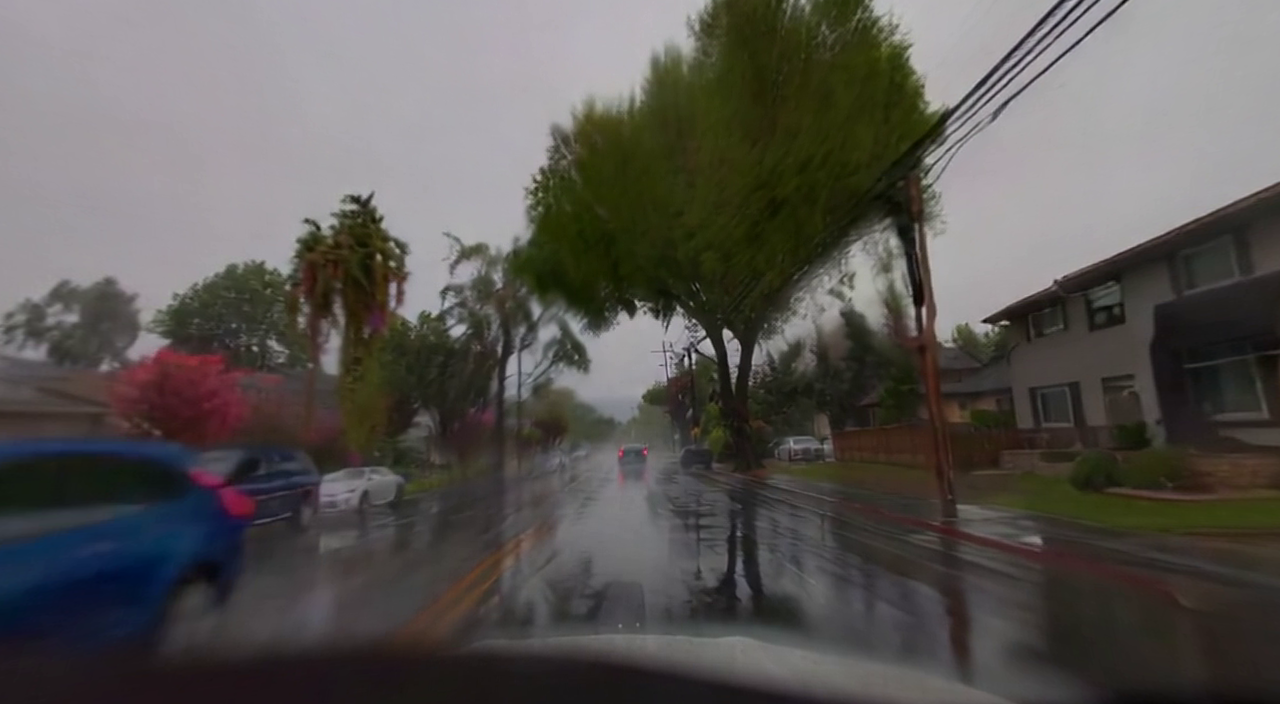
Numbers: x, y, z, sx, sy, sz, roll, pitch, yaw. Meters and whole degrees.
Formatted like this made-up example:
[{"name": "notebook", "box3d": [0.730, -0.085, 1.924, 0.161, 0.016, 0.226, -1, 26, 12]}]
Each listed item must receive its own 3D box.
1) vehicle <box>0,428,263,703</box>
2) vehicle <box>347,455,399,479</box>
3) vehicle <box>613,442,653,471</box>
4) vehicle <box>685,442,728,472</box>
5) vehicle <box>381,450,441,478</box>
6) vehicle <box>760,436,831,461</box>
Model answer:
[{"name": "vehicle", "box3d": [-3.708, 1.047, 2.301, 2.022, 1.534, 4.320, 0, -8, -1]}, {"name": "vehicle", "box3d": [-18.022, 7.757, 42.620, 1.797, 1.414, 3.641, 0, -8, 2]}, {"name": "vehicle", "box3d": [-0.419, 5.838, 35.394, 2.104, 1.500, 3.815, 0, -8, -1]}, {"name": "vehicle", "box3d": [3.787, 6.049, 36.490, 1.895, 1.640, 4.090, 0, -8, -1]}, {"name": "vehicle", "box3d": [-15.302, 7.474, 42.303, 2.106, 1.711, 4.743, 0, -8, 2]}, {"name": "vehicle", "box3d": [10.911, 6.829, 44.435, 4.467, 1.727, 2.009, 0, -9, -1]}]
